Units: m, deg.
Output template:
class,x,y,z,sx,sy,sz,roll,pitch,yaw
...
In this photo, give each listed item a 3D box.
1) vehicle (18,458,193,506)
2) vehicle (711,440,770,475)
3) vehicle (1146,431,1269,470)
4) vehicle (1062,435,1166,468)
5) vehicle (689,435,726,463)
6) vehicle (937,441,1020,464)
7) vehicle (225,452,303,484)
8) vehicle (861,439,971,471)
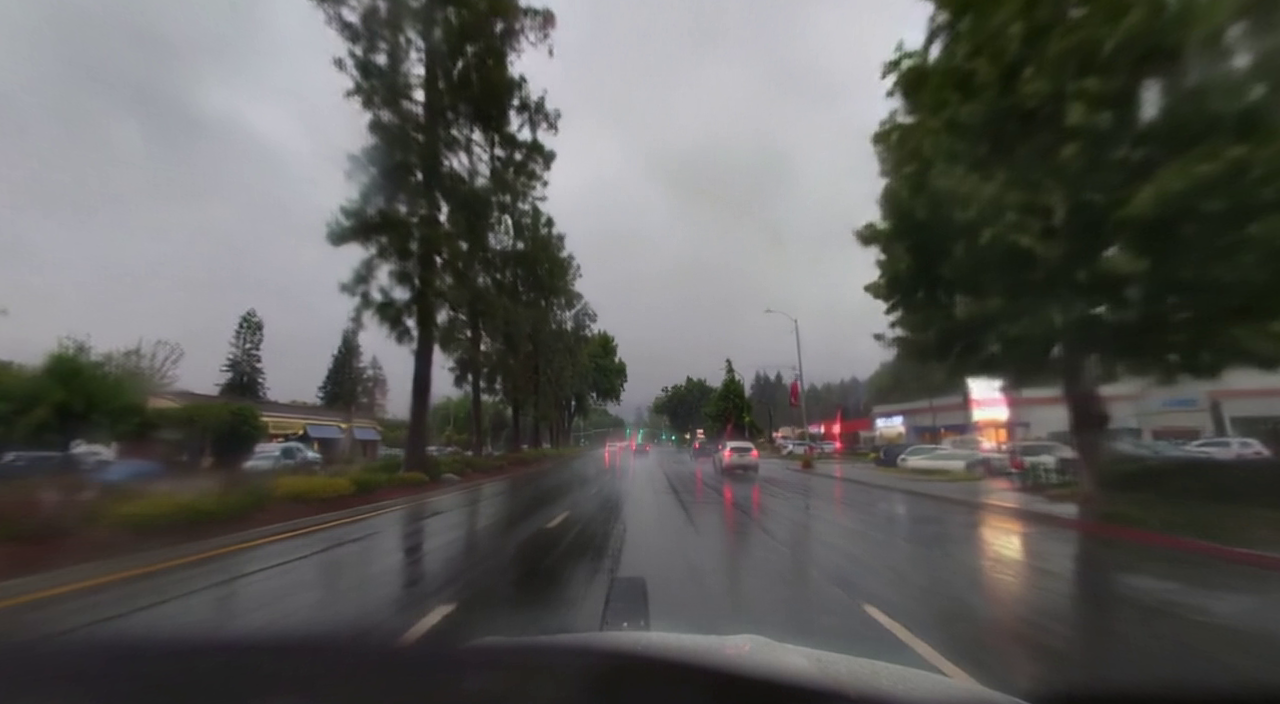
class,x,y,z,sx,sy,sz,roll,pitch,yaw
vehicle,-20.153,4.874,24.089,1.822,1.479,4.692,-3,-9,20
vehicle,4.441,4.730,28.554,1.916,1.459,4.335,0,-8,-1
vehicle,27.310,4.736,30.412,4.107,1.633,1.974,-1,-8,-5
vehicle,26.751,5.609,35.655,4.147,1.545,2.108,-3,-9,-4
vehicle,4.915,7.115,46.367,2.140,1.921,4.431,0,-8,-1
vehicle,23.196,6.907,43.322,4.470,1.497,2.128,0,-8,0
vehicle,-22.045,6.777,37.189,1.997,1.637,4.386,-2,-8,-1
vehicle,14.600,5.469,33.526,4.909,1.463,1.924,-2,-9,1
